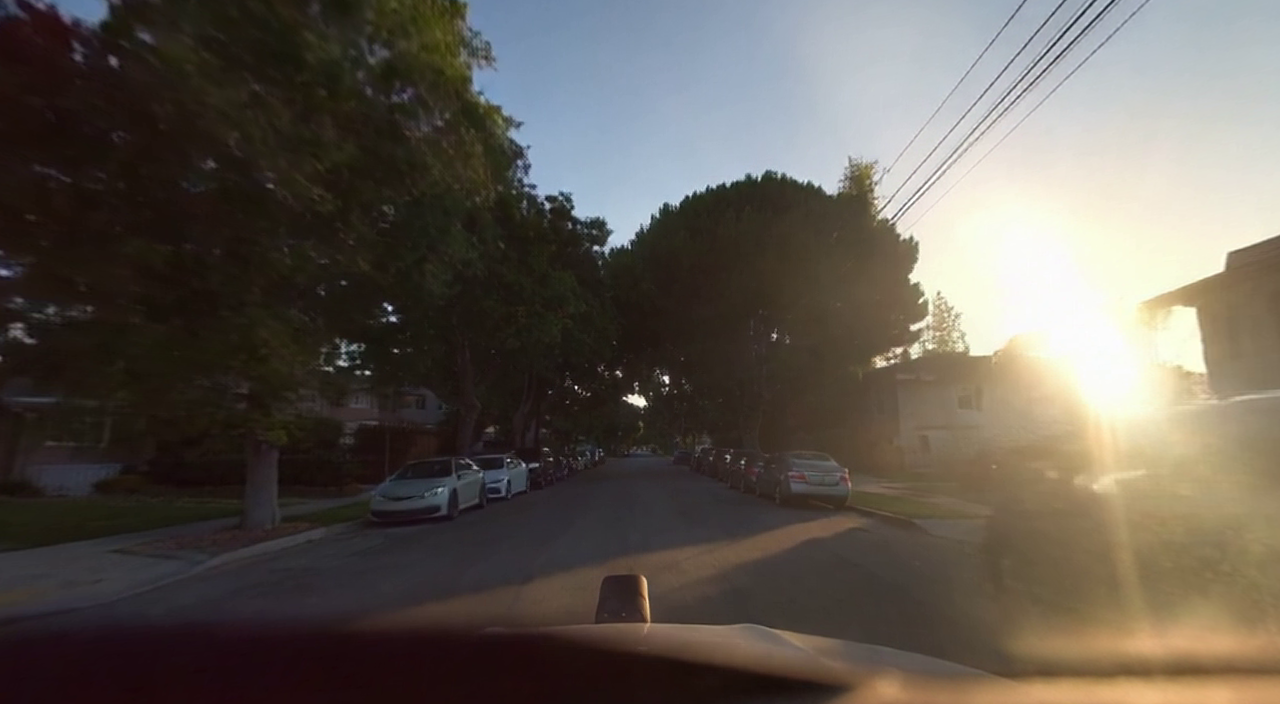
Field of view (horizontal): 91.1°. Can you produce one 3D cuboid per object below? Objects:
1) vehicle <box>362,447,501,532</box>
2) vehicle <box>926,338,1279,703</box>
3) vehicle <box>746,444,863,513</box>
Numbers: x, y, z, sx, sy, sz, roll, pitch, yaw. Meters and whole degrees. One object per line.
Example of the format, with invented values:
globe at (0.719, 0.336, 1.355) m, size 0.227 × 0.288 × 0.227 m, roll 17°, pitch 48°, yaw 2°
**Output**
vehicle at (-4.502, 2.985, 14.303) m, size 1.870 × 1.562 × 4.212 m, roll -1°, pitch -9°, yaw -2°
vehicle at (4.036, 1.027, 3.720) m, size 2.215 × 1.897 × 5.131 m, roll 0°, pitch -9°, yaw 0°
vehicle at (4.097, 3.219, 16.460) m, size 1.862 × 1.525 × 4.421 m, roll 0°, pitch -9°, yaw 0°
